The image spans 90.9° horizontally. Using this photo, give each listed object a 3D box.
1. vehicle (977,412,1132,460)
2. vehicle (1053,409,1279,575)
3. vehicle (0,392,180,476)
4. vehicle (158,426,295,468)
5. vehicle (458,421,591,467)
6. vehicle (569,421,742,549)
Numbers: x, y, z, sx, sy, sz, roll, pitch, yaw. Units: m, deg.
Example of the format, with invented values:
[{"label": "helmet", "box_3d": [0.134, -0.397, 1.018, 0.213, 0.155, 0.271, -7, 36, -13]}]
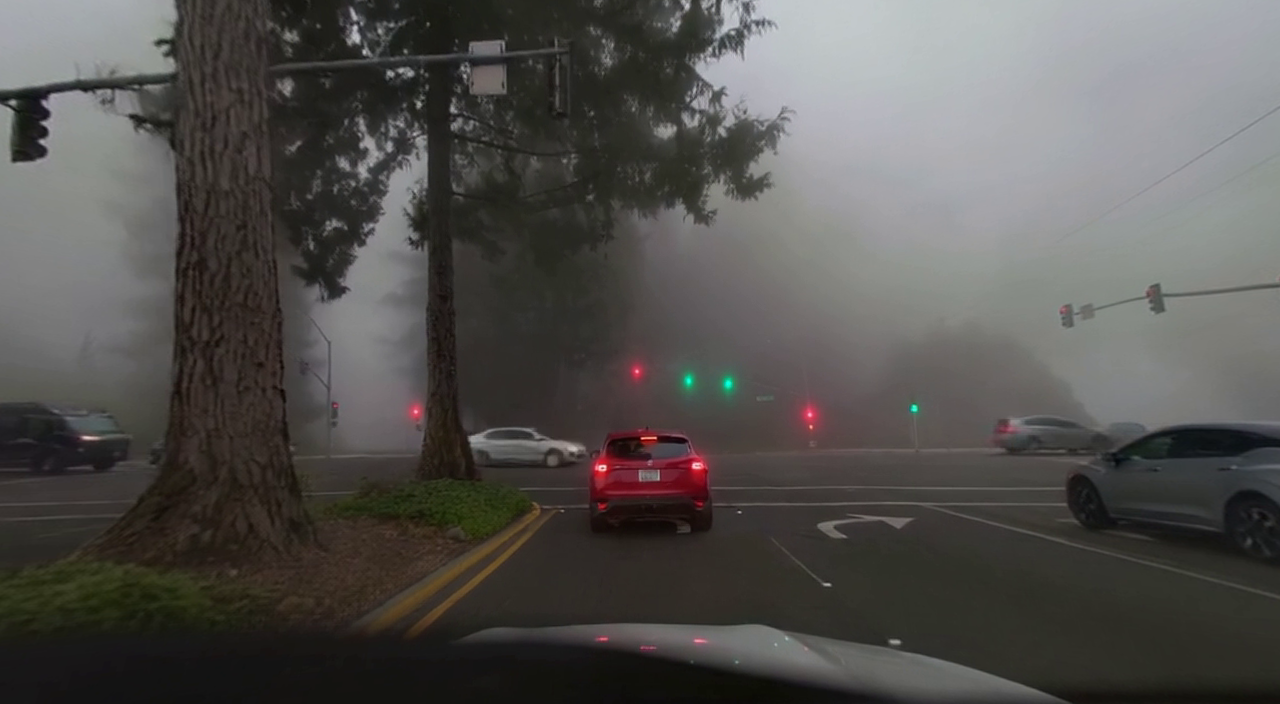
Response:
[{"label": "vehicle", "box_3d": [16.581, 3.386, 25.440, 4.786, 1.803, 1.967, 0, -8, 0]}, {"label": "vehicle", "box_3d": [7.093, 1.497, 7.125, 1.901, 1.577, 4.348, 0, -8, 0]}, {"label": "vehicle", "box_3d": [-24.971, 3.320, 25.409, 10.544, 3.126, 2.909, 0, -8, 1]}, {"label": "vehicle", "box_3d": [-18.853, 4.357, 28.935, 4.833, 1.784, 2.027, 0, -8, 1]}, {"label": "vehicle", "box_3d": [-4.519, 3.699, 25.340, 4.921, 1.757, 2.036, -1, -8, 1]}, {"label": "vehicle", "box_3d": [0.133, 1.851, 9.416, 2.041, 1.485, 3.813, 0, -8, -1]}]
